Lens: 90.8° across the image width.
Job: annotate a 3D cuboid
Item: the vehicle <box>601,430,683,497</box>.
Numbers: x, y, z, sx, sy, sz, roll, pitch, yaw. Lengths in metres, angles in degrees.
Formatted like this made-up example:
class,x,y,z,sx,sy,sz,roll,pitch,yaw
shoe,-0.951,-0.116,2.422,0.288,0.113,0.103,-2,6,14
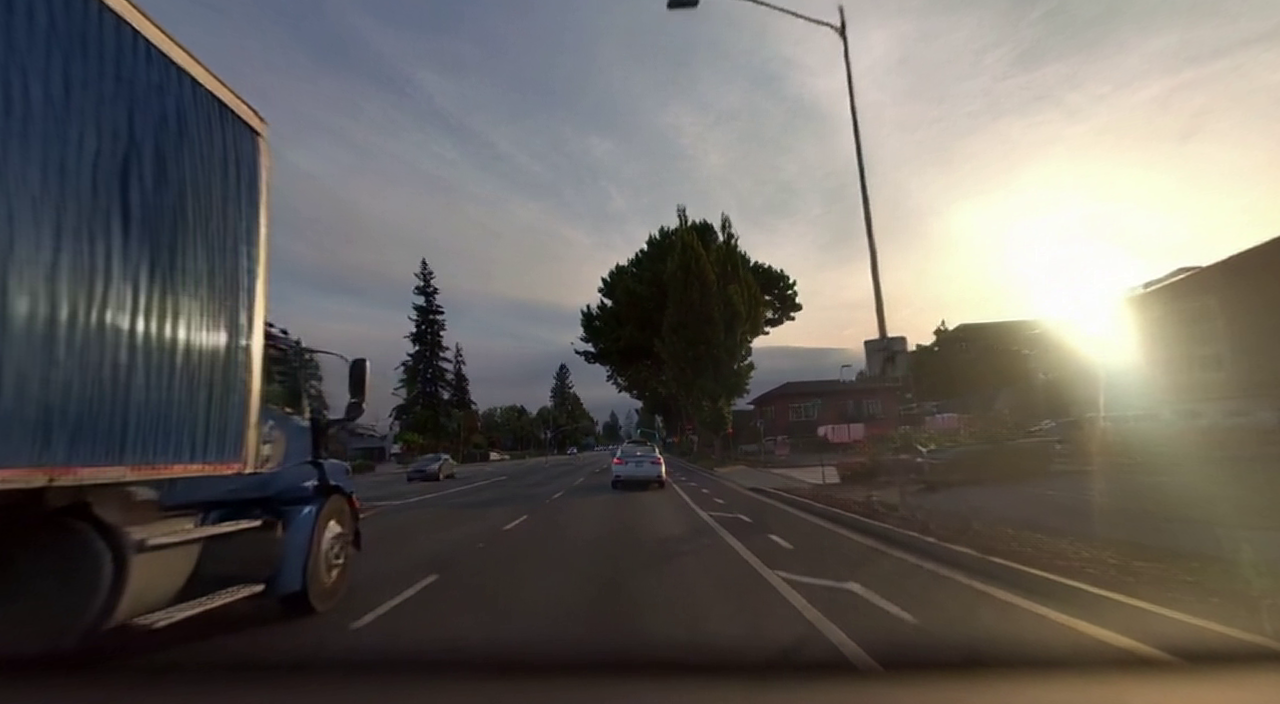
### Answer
class,x,y,z,sx,sy,sz,roll,pitch,yaw
vehicle,0.024,3.120,18.013,2.094,1.682,3.866,0,-9,-1

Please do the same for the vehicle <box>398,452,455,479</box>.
class,x,y,z,sx,sy,sz,roll,pitch,yaw
vehicle,-12.102,6.439,36.112,1.797,1.364,4.169,0,-9,0

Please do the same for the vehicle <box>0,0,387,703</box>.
class,x,y,z,sx,sy,sz,roll,pitch,yaw
vehicle,-3.900,-0.496,0.602,2.996,3.902,10.410,0,-9,0
